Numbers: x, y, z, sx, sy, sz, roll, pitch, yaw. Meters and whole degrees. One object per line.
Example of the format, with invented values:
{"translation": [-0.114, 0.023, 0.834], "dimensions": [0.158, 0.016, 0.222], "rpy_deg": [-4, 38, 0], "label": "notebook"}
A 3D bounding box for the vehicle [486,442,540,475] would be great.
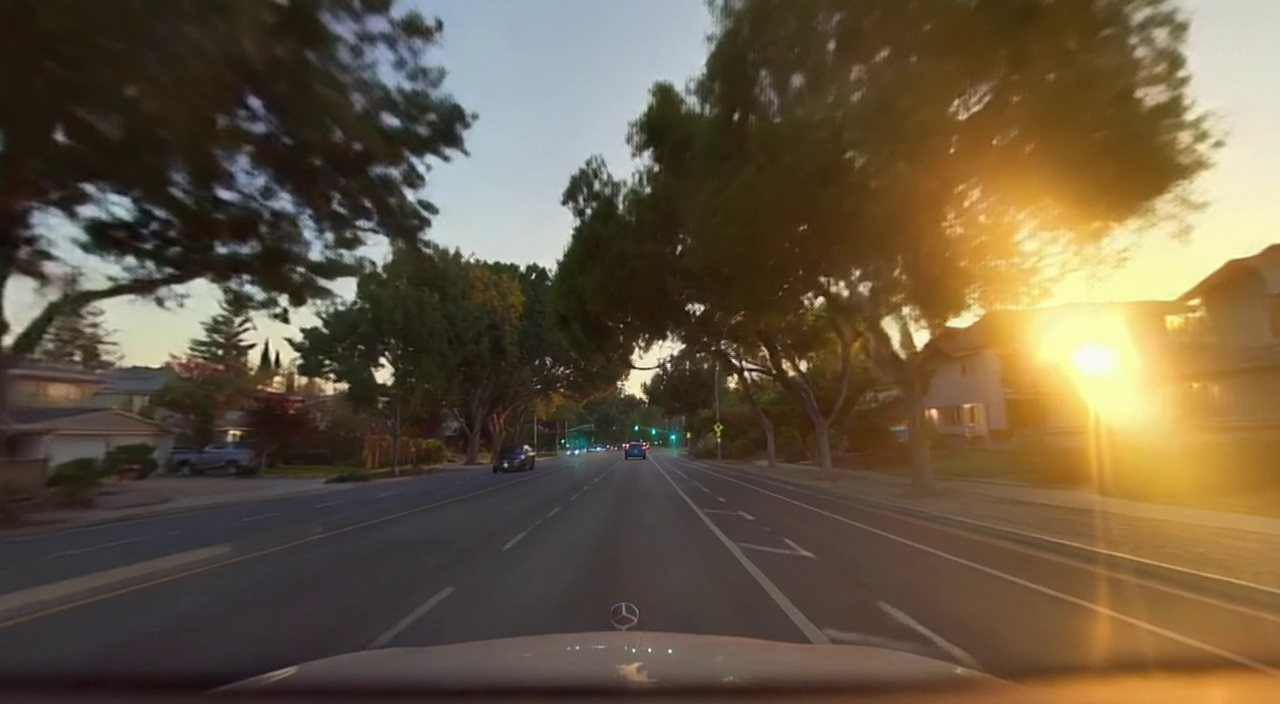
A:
{"translation": [-7.242, 6.080, 36.218], "dimensions": [2.165, 1.785, 4.222], "rpy_deg": [0, -8, 1], "label": "vehicle"}
